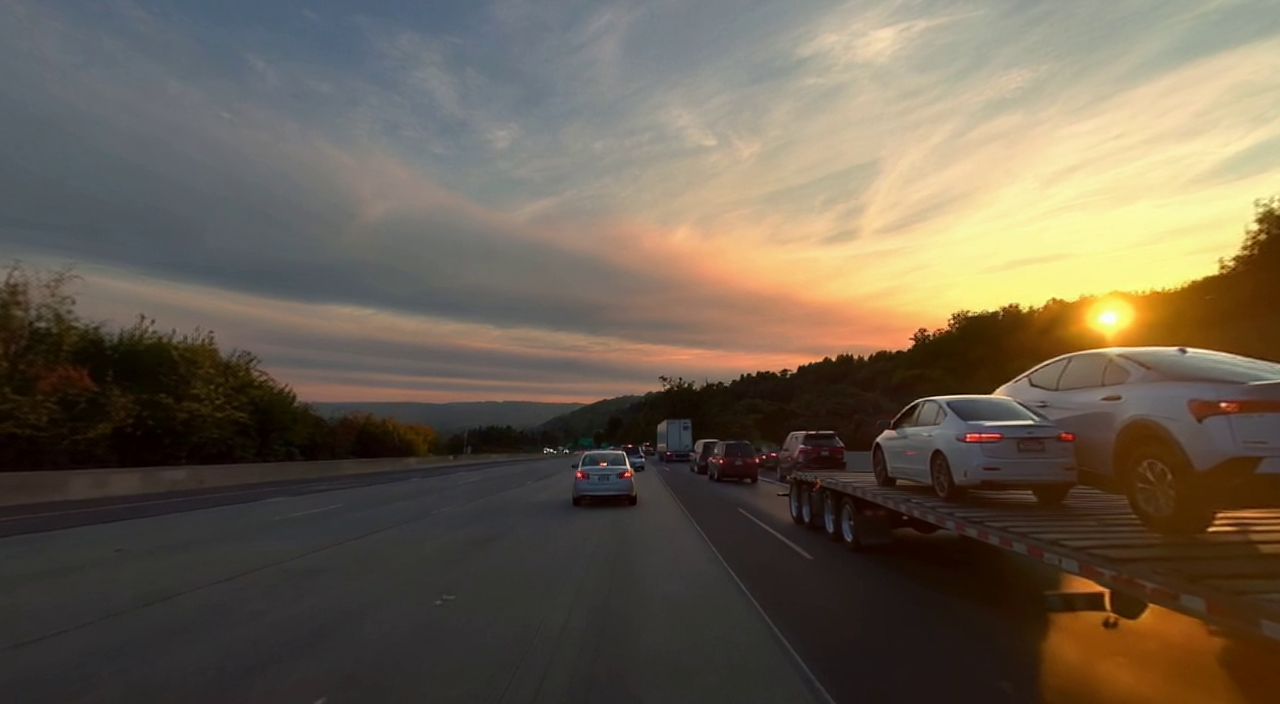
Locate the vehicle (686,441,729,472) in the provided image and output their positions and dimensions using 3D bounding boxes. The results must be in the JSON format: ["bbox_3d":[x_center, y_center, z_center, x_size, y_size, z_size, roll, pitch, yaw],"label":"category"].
[{"bbox_3d":[3.768,5.969,36.008,1.938,1.660,4.223,0,-9,-1],"label":"vehicle"}]

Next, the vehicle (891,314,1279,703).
[{"bbox_3d":[3.448,0.973,3.837,1.959,1.783,4.407,0,-9,0],"label":"vehicle"}]

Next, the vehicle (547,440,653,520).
[{"bbox_3d":[-0.734,2.693,13.674,1.991,1.466,3.675,0,-9,0],"label":"vehicle"}]

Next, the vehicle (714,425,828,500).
[{"bbox_3d":[3.536,3.097,17.902,2.303,1.889,3.920,0,-9,-1],"label":"vehicle"}]
